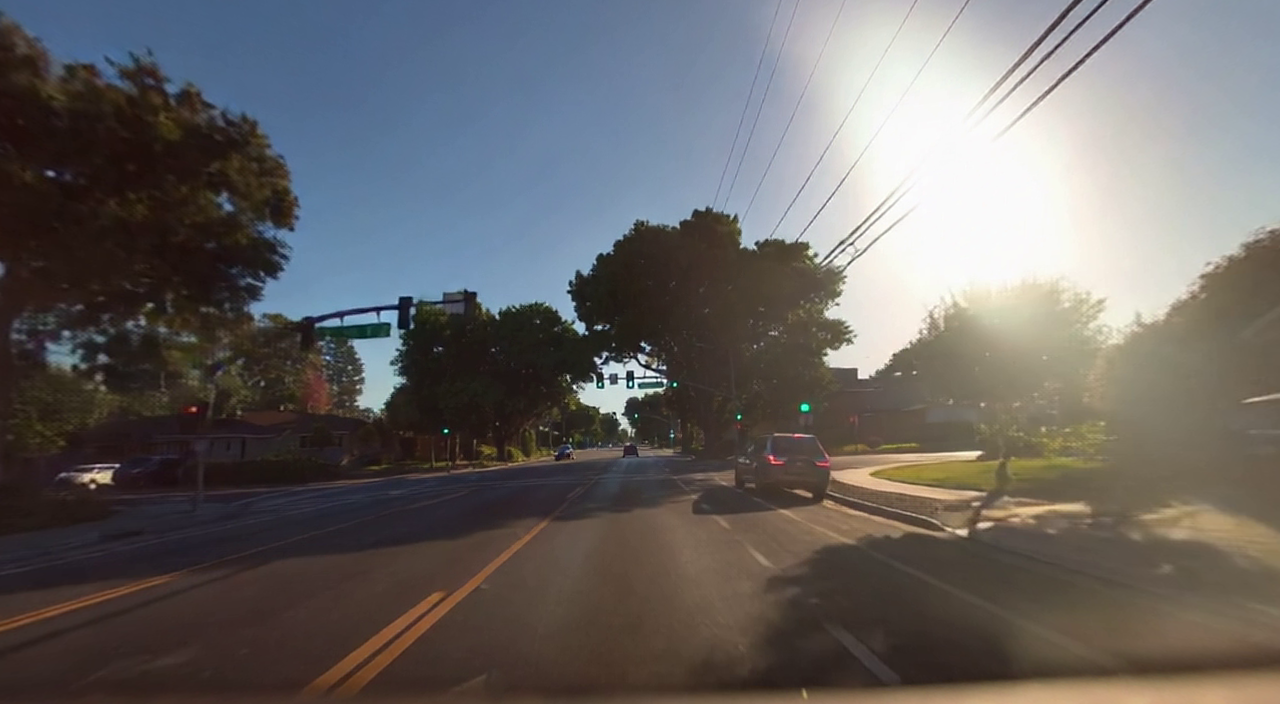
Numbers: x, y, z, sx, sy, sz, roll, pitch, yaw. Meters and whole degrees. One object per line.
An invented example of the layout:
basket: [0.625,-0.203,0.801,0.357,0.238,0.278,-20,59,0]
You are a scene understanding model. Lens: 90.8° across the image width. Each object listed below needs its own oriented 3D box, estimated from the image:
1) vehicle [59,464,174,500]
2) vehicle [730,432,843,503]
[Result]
vehicle: [-29.772,7.378,36.064,4.830,1.521,1.948,-5,-9,-2]
vehicle: [3.778,3.039,17.123,1.900,1.661,4.346,0,-8,-2]
